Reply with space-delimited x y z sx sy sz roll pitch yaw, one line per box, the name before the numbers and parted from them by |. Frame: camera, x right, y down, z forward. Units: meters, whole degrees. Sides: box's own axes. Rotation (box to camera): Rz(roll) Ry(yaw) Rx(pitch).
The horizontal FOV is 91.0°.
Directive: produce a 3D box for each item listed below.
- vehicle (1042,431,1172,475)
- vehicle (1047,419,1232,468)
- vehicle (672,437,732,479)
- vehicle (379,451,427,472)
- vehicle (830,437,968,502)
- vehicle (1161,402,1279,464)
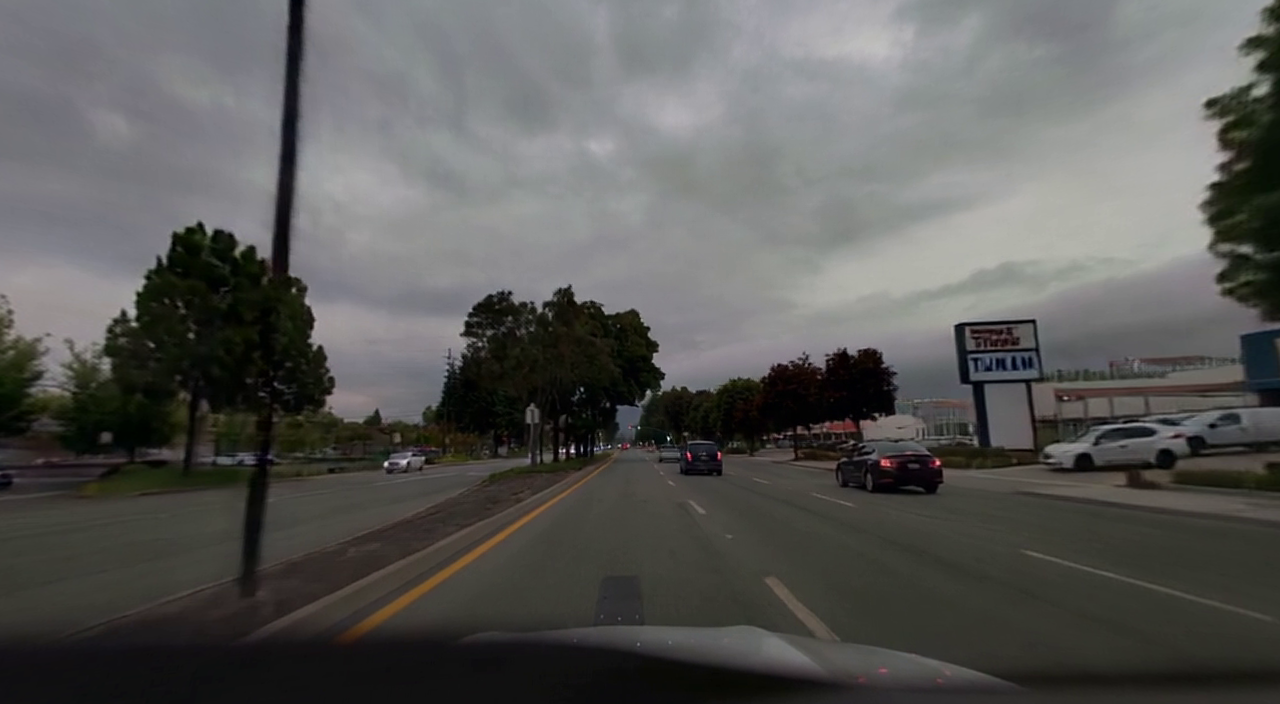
vehicle | 18.745 4.065 25.392 3.719 1.537 1.807 -3 -9 -1
vehicle | 22.891 4.303 29.465 2.858 2.005 6.831 1 -8 -2
vehicle | 2.649 4.659 27.908 2.161 1.676 4.151 0 -9 -1
vehicle | -17.987 8.349 48.053 1.851 1.480 4.501 0 -9 1
vehicle | 6.806 3.118 17.097 1.886 1.528 4.169 0 -9 -1
vehicle | 28.255 3.896 29.645 2.438 2.602 5.677 0 -9 0
